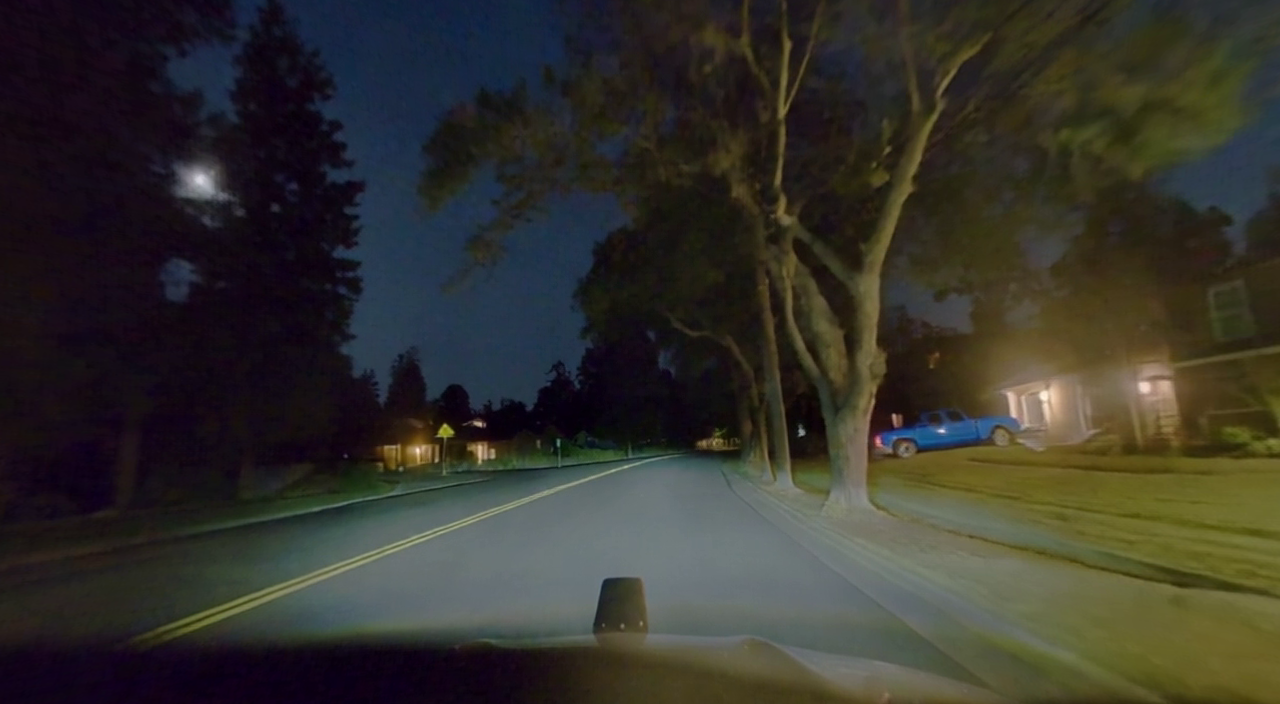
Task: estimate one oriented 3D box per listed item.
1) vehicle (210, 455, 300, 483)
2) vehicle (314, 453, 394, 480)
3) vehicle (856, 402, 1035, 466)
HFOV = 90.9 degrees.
[{"bbox_3d":[-25.025,7.608,41.043,4.751,1.489,2.052,-5,-9,8],"label":"vehicle"},{"bbox_3d":[-18.233,7.316,40.255,4.270,1.481,1.972,-4,-9,10],"label":"vehicle"},{"bbox_3d":[11.673,3.238,24.533,5.704,1.788,2.095,-7,-11,9],"label":"vehicle"}]
